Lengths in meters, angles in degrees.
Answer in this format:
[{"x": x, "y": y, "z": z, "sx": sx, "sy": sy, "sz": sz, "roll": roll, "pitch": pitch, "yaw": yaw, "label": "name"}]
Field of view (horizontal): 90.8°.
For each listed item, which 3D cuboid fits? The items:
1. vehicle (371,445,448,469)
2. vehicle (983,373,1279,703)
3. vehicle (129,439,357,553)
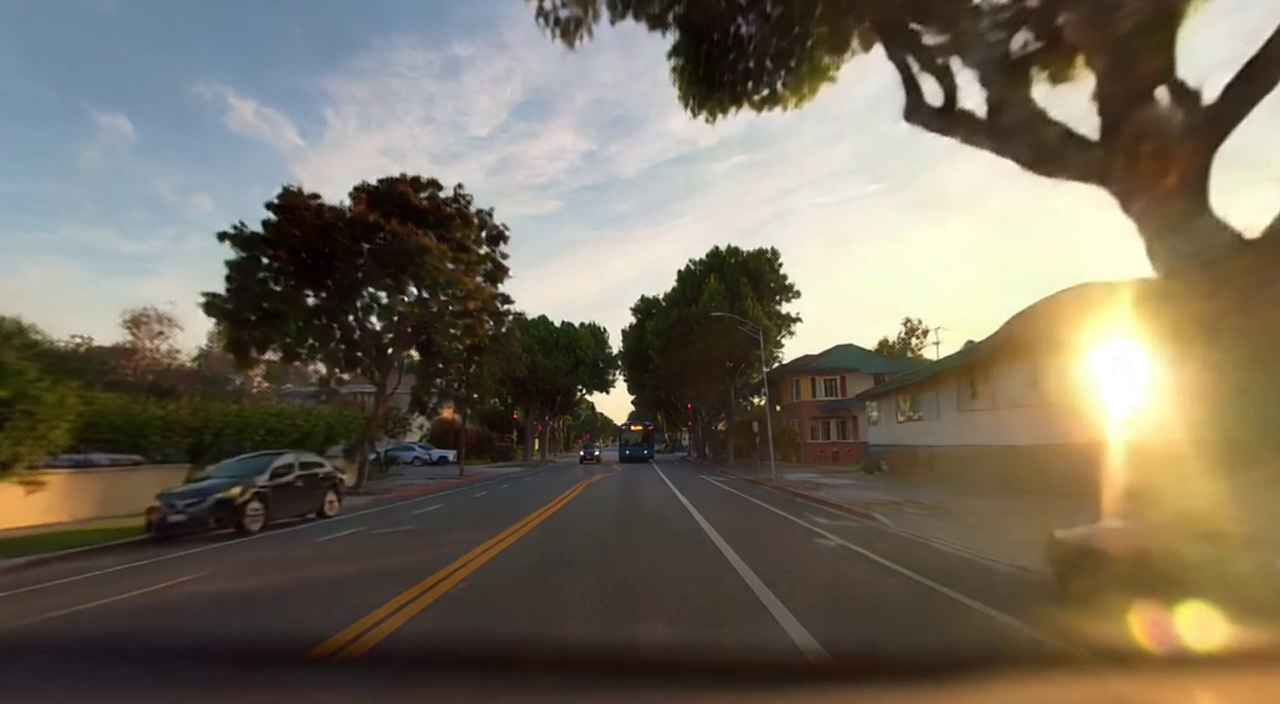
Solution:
[{"x": -15.556, "y": 7.103, "z": 42.865, "sx": 4.481, "sy": 1.591, "sz": 1.807, "roll": 0, "pitch": -9, "yaw": -1, "label": "vehicle"}, {"x": 4.237, "y": 1.150, "z": 3.421, "sx": 2.060, "sy": 1.833, "sz": 4.927, "roll": 5, "pitch": -9, "yaw": 0, "label": "vehicle"}, {"x": -7.887, "y": 2.837, "z": 13.210, "sx": 1.898, "sy": 1.755, "sz": 4.603, "roll": -5, "pitch": -9, "yaw": -1, "label": "vehicle"}]
